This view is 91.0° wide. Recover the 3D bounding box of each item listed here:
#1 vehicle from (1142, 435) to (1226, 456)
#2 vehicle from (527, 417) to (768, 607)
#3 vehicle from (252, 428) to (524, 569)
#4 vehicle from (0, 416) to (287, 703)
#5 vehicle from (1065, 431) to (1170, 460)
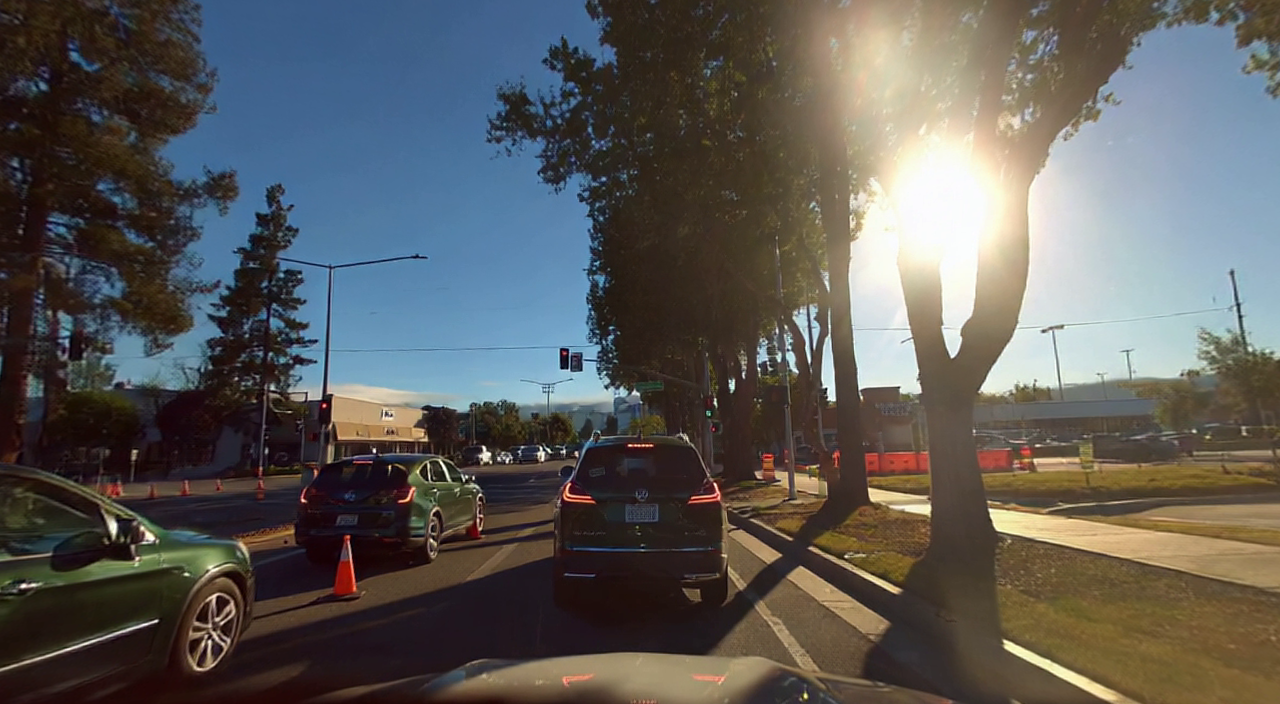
[{"bbox_3d":[40.730,7.043,47.202,4.581,1.480,1.752,1,-9,0],"label":"vehicle"},{"bbox_3d":[0.107,1.625,7.205,2.021,1.560,3.676,0,-9,1],"label":"vehicle"},{"bbox_3d":[-3.274,1.999,9.439,1.989,1.541,4.626,0,-9,2],"label":"vehicle"},{"bbox_3d":[-3.596,0.946,2.146,1.964,1.497,4.722,0,-9,1],"label":"vehicle"},{"bbox_3d":[30.904,6.090,40.901,5.043,1.759,2.085,0,-9,2],"label":"vehicle"}]
